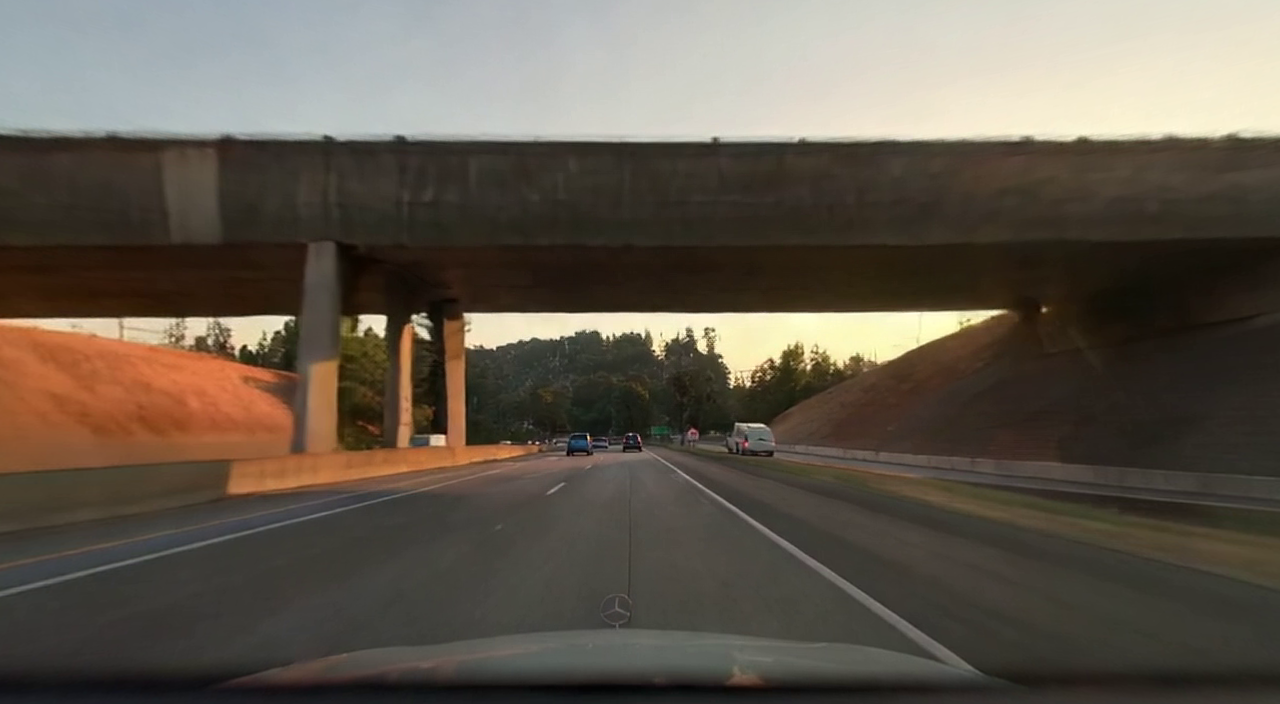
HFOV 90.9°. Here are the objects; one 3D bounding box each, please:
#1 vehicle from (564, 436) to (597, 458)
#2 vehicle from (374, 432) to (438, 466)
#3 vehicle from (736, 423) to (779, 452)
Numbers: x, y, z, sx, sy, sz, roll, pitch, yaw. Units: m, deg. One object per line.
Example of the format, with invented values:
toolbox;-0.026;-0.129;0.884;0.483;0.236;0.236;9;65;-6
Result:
vehicle;-4.531;7.246;48.368;2.169;1.588;4.264;0;-8;-1
vehicle;-13.411;5.559;36.372;1.945;1.808;4.670;0;-8;-1
vehicle;9.003;6.628;48.686;2.123;2.156;4.679;1;-8;-4
